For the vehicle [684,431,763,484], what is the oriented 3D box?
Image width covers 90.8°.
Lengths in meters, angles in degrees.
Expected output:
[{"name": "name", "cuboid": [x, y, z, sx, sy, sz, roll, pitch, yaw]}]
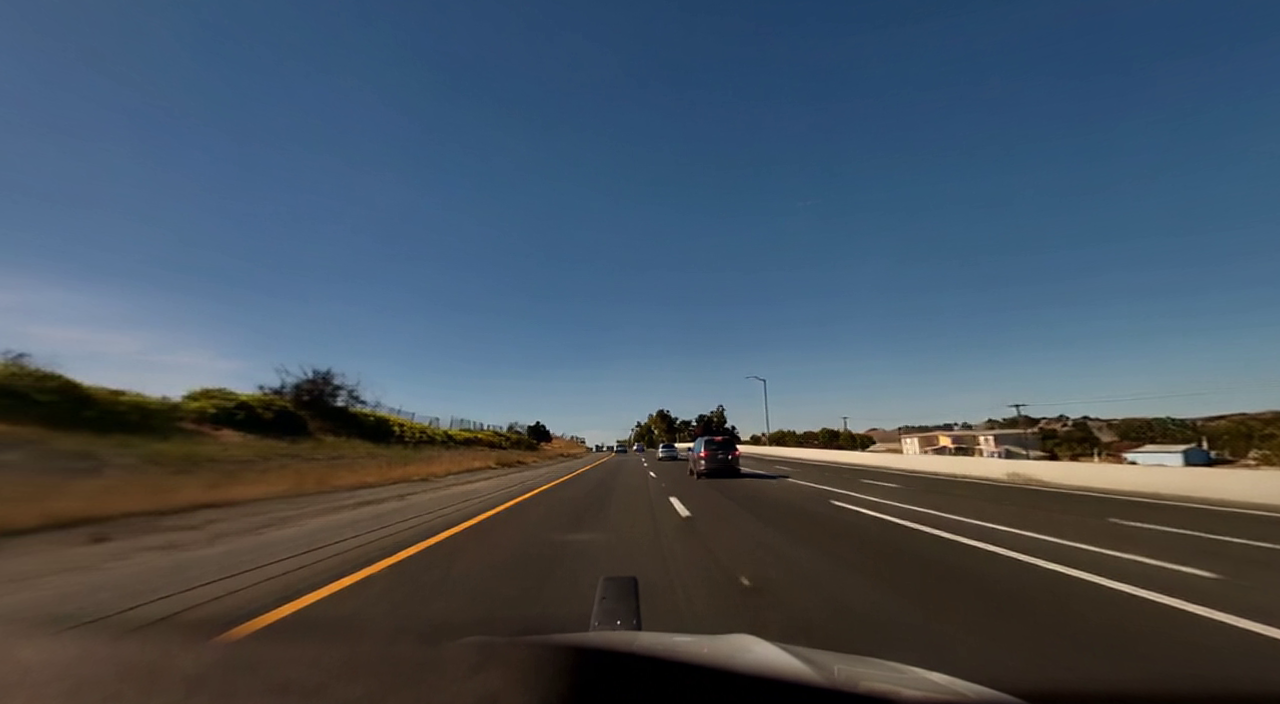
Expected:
[{"name": "vehicle", "cuboid": [3.023, 3.956, 23.965, 2.141, 1.785, 4.778, 0, -8, -2]}]
